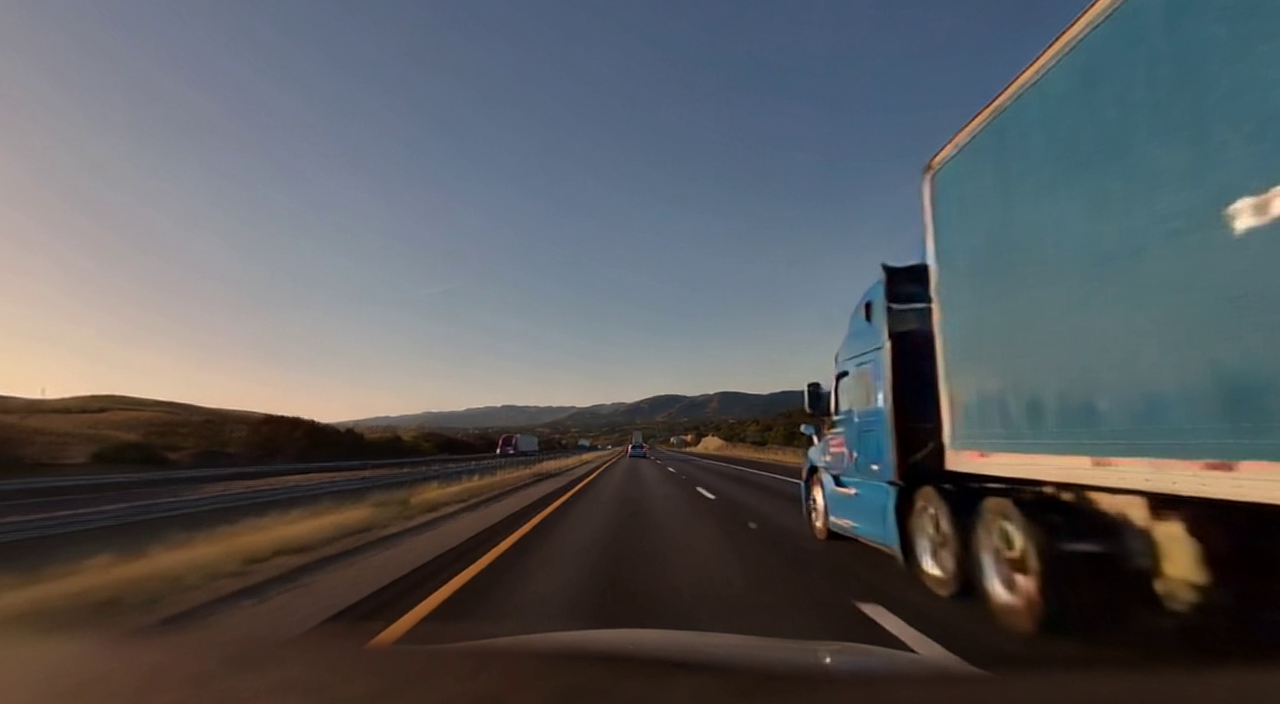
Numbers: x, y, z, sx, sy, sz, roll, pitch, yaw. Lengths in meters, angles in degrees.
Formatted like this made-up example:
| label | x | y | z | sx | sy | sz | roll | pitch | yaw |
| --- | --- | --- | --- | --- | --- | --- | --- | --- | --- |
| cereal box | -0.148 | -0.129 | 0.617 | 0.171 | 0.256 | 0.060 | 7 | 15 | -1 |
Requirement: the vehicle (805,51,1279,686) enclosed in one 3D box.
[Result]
| label | x | y | z | sx | sy | sz | roll | pitch | yaw |
| --- | --- | --- | --- | --- | --- | --- | --- | --- | --- |
| vehicle | 4.164 | 0.308 | 6.310 | 3.568 | 3.906 | 4.895 | -1 | -9 | 0 |
